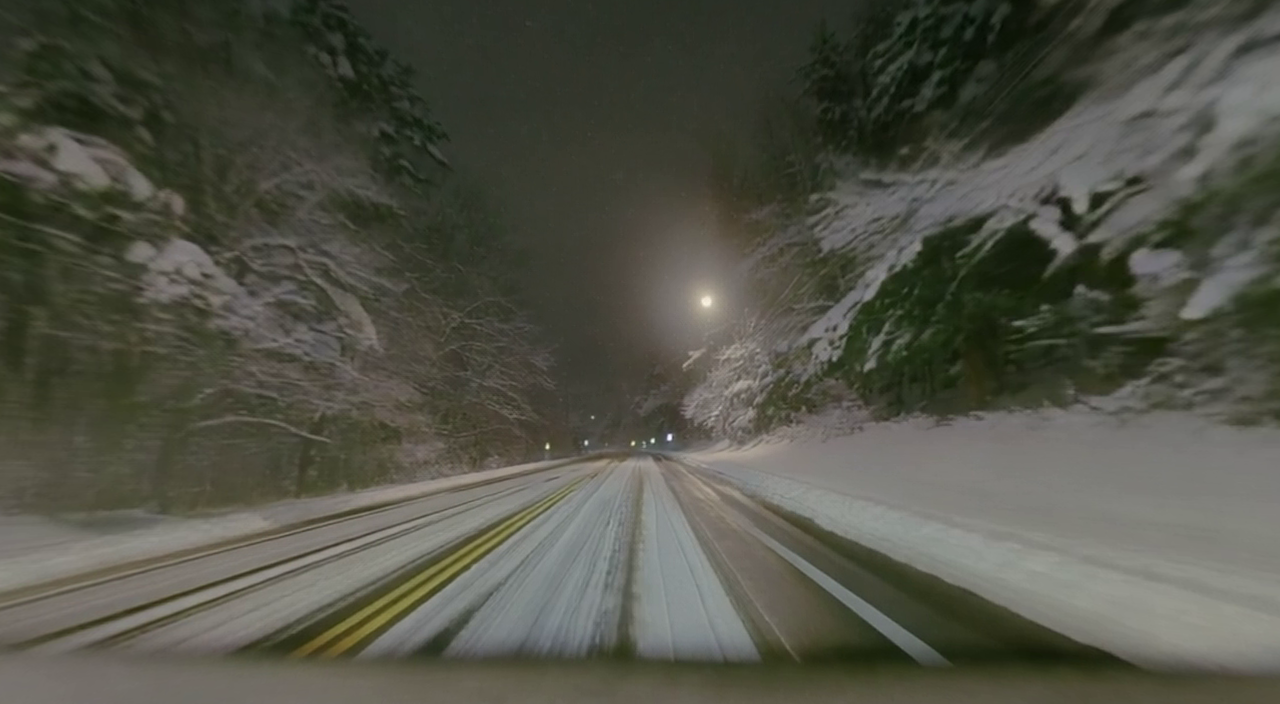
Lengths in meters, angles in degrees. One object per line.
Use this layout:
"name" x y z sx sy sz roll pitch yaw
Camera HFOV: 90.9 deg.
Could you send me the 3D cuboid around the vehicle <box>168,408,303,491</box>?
"vehicle" -23.132 5.634 36.625 3.118 4.309 6.820 0 -8 0
